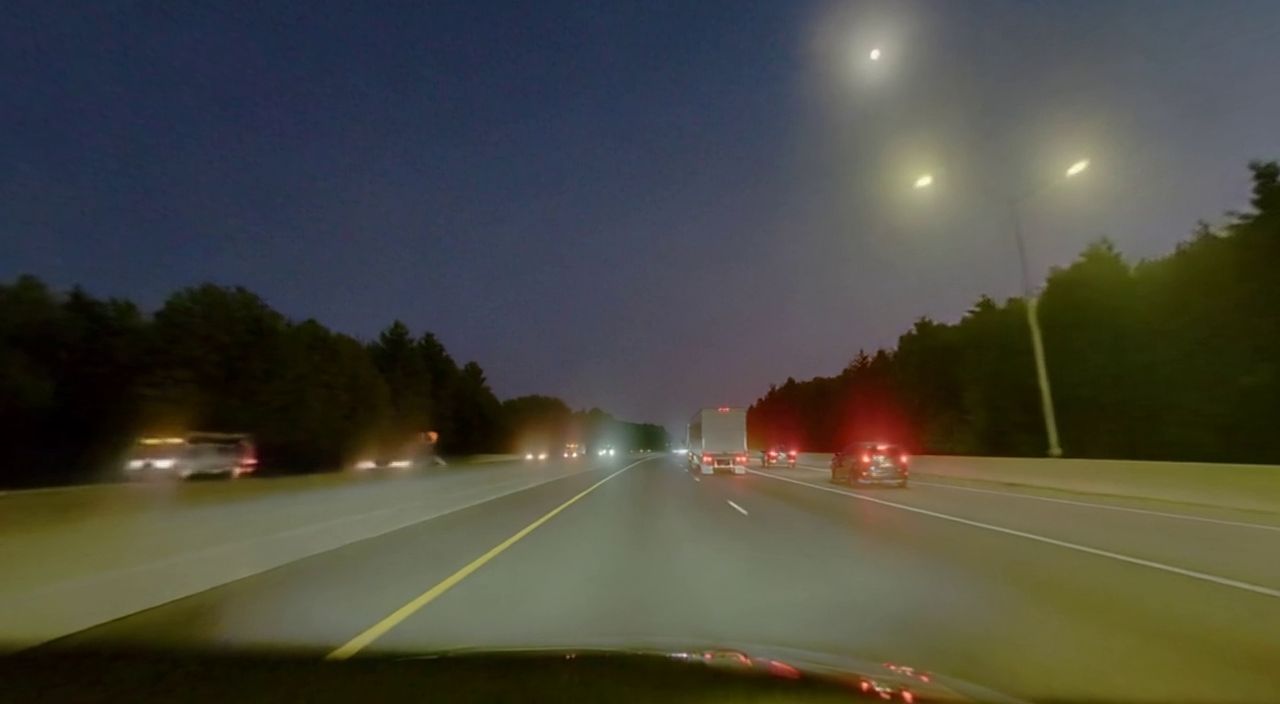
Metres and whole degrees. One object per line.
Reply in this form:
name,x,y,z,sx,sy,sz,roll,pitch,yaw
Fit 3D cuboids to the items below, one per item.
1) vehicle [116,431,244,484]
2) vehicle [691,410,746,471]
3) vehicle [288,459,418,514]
vehicle,-24.594,5.674,34.140,2.337,2.586,6.144,0,-9,-1
vehicle,5.737,6.910,48.630,2.859,3.984,14.045,0,-9,2
vehicle,-8.255,3.874,18.599,1.840,1.373,4.152,0,-9,1
